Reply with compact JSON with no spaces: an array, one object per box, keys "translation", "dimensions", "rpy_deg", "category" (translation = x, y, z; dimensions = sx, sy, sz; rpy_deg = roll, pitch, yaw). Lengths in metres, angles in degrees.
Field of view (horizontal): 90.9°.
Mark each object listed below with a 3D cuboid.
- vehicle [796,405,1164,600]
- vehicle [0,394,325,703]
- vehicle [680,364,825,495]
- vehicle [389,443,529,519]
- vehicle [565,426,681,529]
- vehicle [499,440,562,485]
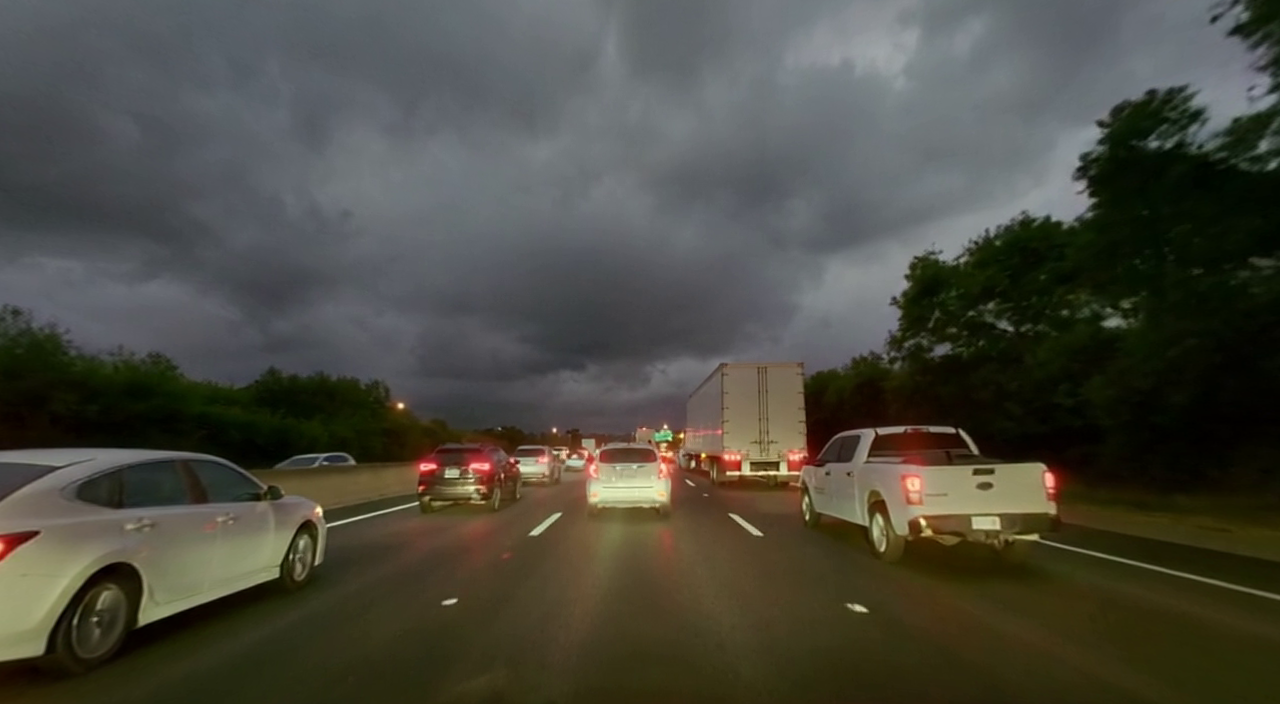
[{"translation":[3.665,1.728,8.109],"dimensions":[2.076,1.751,4.666],"rpy_deg":[0,-9,0],"category":"vehicle"},{"translation":[-4.283,1.259,4.728],"dimensions":[1.789,1.620,3.841],"rpy_deg":[0,-9,0],"category":"vehicle"},{"translation":[4.000,3.607,27.551],"dimensions":[3.186,4.111,15.553],"rpy_deg":[0,-9,-1],"category":"vehicle"},{"translation":[-4.005,2.911,14.783],"dimensions":[1.923,1.503,4.293],"rpy_deg":[0,-9,1],"category":"vehicle"},{"translation":[-0.309,2.558,13.345],"dimensions":[2.037,1.792,4.194],"rpy_deg":[0,-9,0],"category":"vehicle"},{"translation":[-4.648,4.743,27.231],"dimensions":[1.959,1.808,3.790],"rpy_deg":[0,-9,1],"category":"vehicle"}]
